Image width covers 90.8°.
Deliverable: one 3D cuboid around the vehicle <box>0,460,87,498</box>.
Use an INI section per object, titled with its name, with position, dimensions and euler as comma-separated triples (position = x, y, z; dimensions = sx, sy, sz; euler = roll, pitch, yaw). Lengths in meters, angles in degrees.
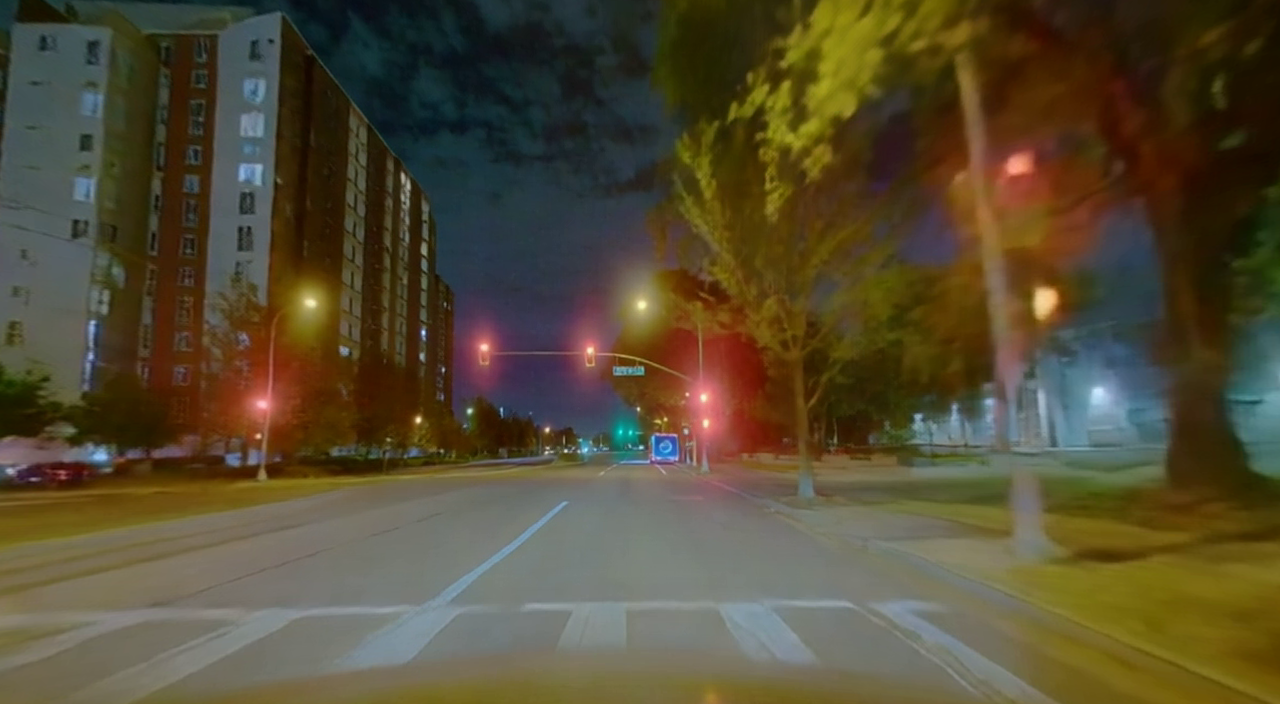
[vehicle]
position = -26.250, 5.309, 26.541
dimensions = 4.153, 1.493, 1.808
euler = 0, -9, -2
